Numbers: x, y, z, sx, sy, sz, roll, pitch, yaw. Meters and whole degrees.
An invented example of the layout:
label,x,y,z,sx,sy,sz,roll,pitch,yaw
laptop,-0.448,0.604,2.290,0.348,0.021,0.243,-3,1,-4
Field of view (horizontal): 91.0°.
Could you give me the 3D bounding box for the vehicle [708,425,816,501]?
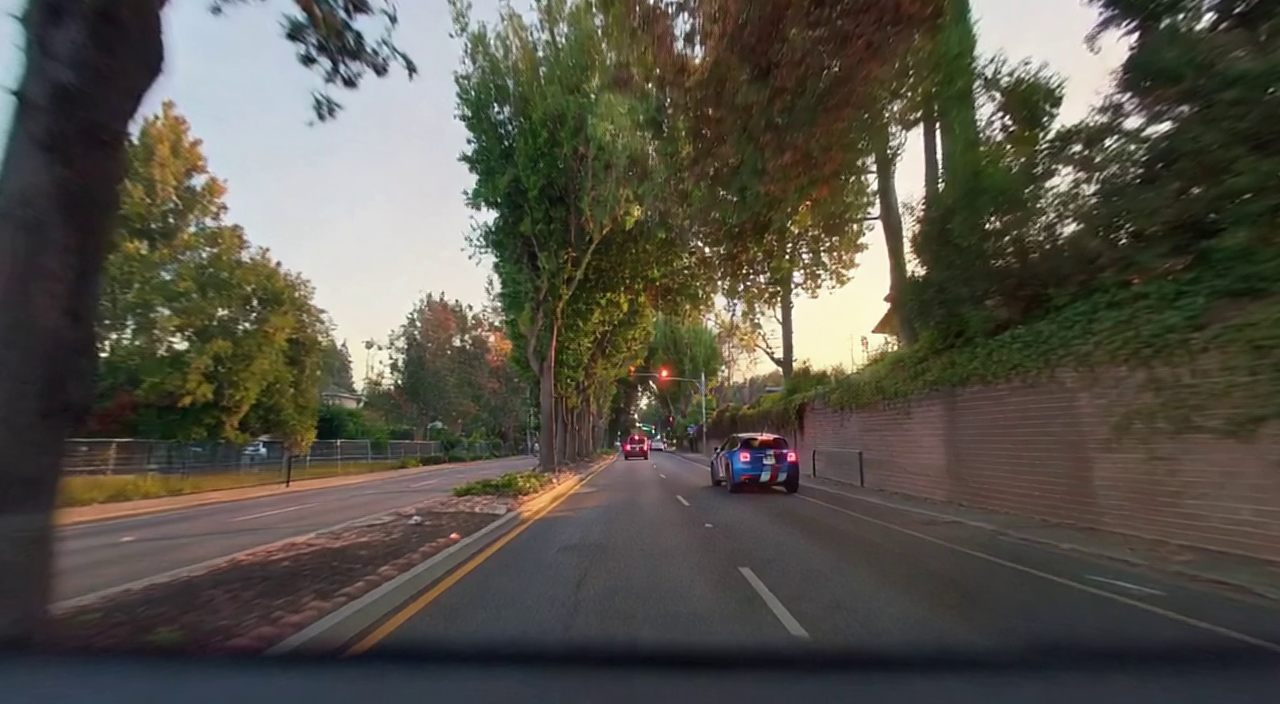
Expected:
label,x,y,z,sx,sy,sz,roll,pitch,yaw
vehicle,2.991,2.830,16.432,1.840,1.709,4.202,0,-8,-2
